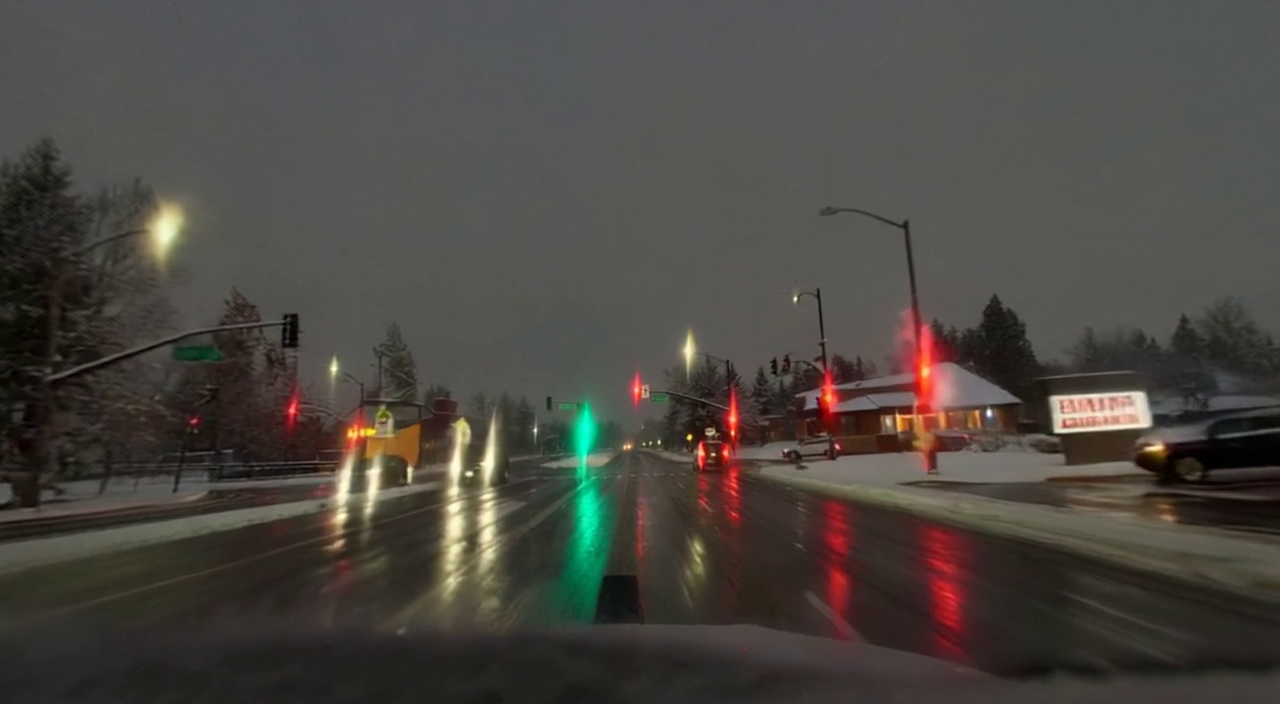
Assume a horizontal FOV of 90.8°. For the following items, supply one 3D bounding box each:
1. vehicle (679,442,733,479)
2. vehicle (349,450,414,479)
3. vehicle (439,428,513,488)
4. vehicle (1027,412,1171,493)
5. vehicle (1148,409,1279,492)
[{"bbox_3d":[3.026,5.056,29.758,1.961,1.580,4.020,0,-9,-2],"label":"vehicle"},{"bbox_3d":[-15.381,6.719,37.897,1.931,1.590,4.478,0,-9,1],"label":"vehicle"},{"bbox_3d":[-6.313,4.154,25.046,2.270,2.068,5.517,1,-9,-9],"label":"vehicle"},{"bbox_3d":[13.424,2.846,18.356,5.115,1.997,2.279,6,-13,-44],"label":"vehicle"},{"bbox_3d":[14.844,2.468,16.331,2.067,1.818,4.779,-12,-12,42],"label":"vehicle"}]
